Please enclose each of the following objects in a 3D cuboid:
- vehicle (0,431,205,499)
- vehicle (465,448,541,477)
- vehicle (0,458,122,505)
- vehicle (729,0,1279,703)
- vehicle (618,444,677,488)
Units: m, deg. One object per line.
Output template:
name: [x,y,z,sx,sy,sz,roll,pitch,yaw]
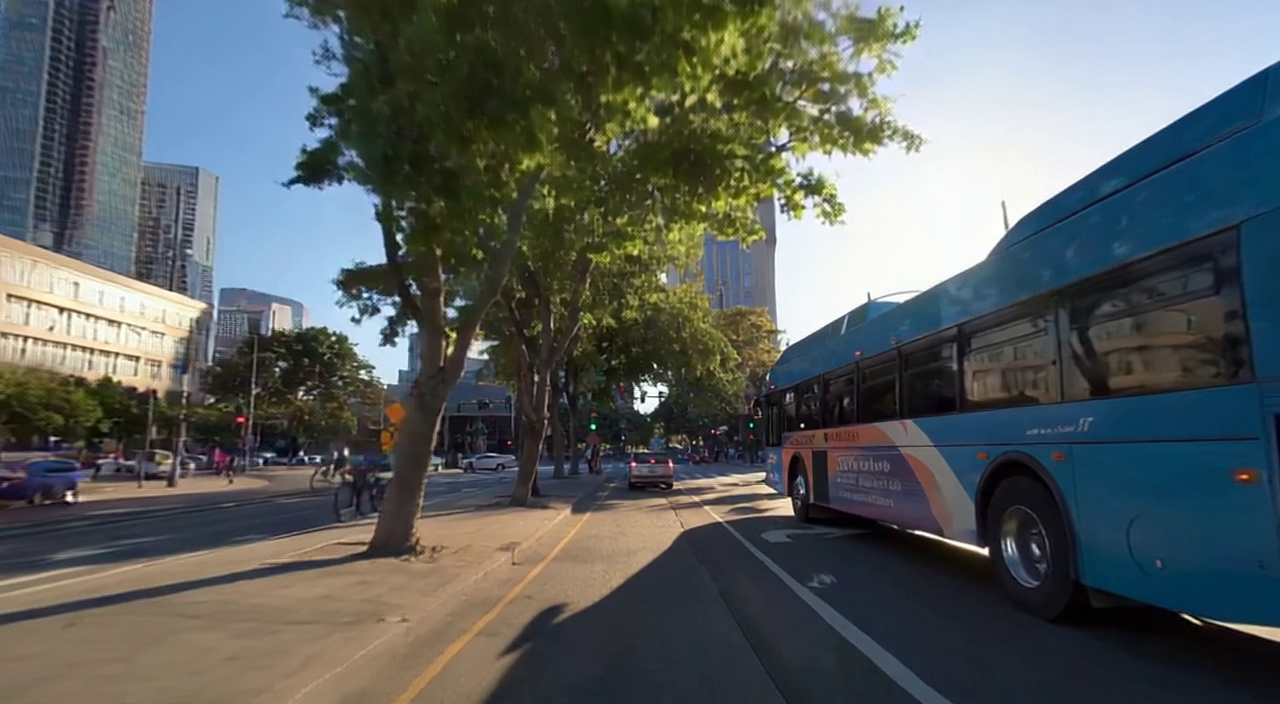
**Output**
vehicle: [-29.550,6.095,34.487,9.150,3.310,2.988,6,-12,-37]
vehicle: [-8.376,6.783,38.936,4.417,1.490,1.816,-1,-8,-9]
vehicle: [-26.366,5.749,28.387,4.570,1.858,1.942,7,-11,-41]
vehicle: [3.407,0.266,5.335,3.250,3.731,13.693,0,-9,0]
vehicle: [0.270,4.363,24.531,2.123,1.544,4.158,0,-8,0]
